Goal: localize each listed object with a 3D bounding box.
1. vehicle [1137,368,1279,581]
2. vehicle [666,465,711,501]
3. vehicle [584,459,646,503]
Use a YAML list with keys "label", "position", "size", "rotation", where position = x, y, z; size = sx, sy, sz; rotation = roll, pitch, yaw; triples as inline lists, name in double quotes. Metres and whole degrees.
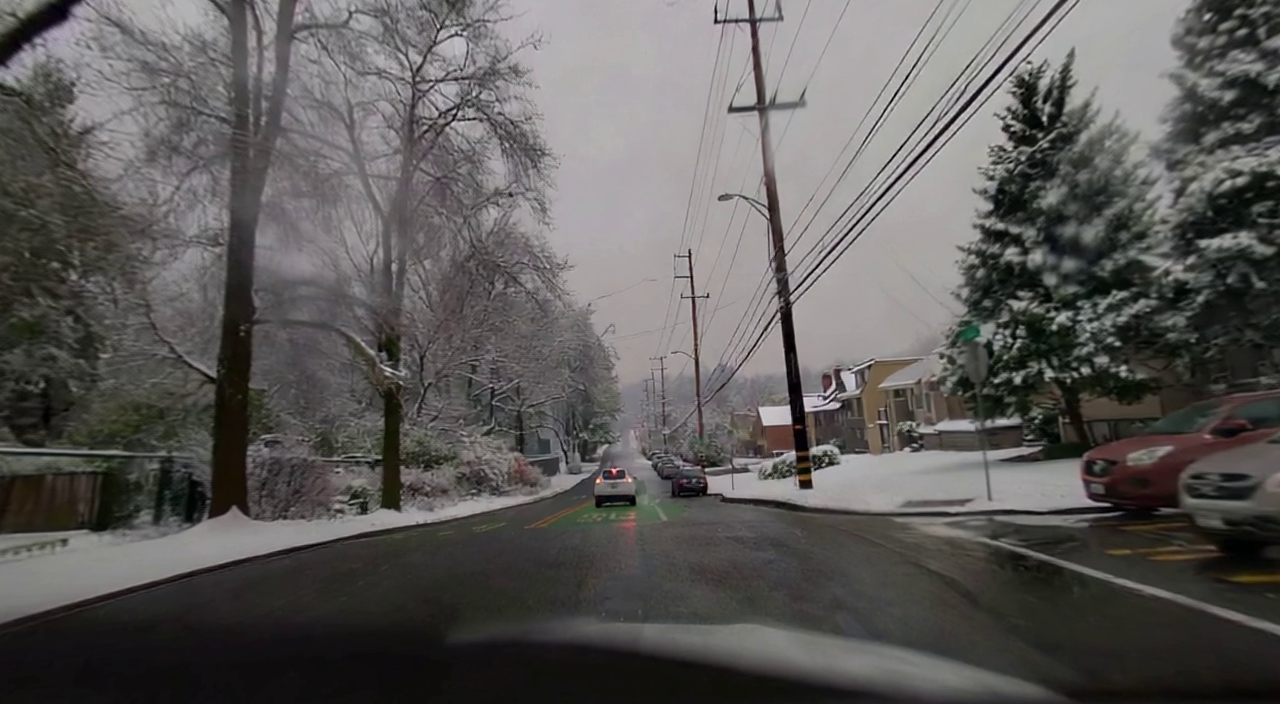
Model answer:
- label: "vehicle"
  position: [7.244, 1.018, 5.361]
  size: [4.755, 1.611, 1.885]
  rotation: [1, -9, -9]
- label: "vehicle"
  position: [2.568, 7.054, 34.351]
  size: [1.909, 1.694, 4.472]
  rotation: [0, -9, -3]
- label: "vehicle"
  position: [-0.953, 5.269, 25.658]
  size: [2.235, 1.500, 4.496]
  rotation: [-2, -12, -1]
